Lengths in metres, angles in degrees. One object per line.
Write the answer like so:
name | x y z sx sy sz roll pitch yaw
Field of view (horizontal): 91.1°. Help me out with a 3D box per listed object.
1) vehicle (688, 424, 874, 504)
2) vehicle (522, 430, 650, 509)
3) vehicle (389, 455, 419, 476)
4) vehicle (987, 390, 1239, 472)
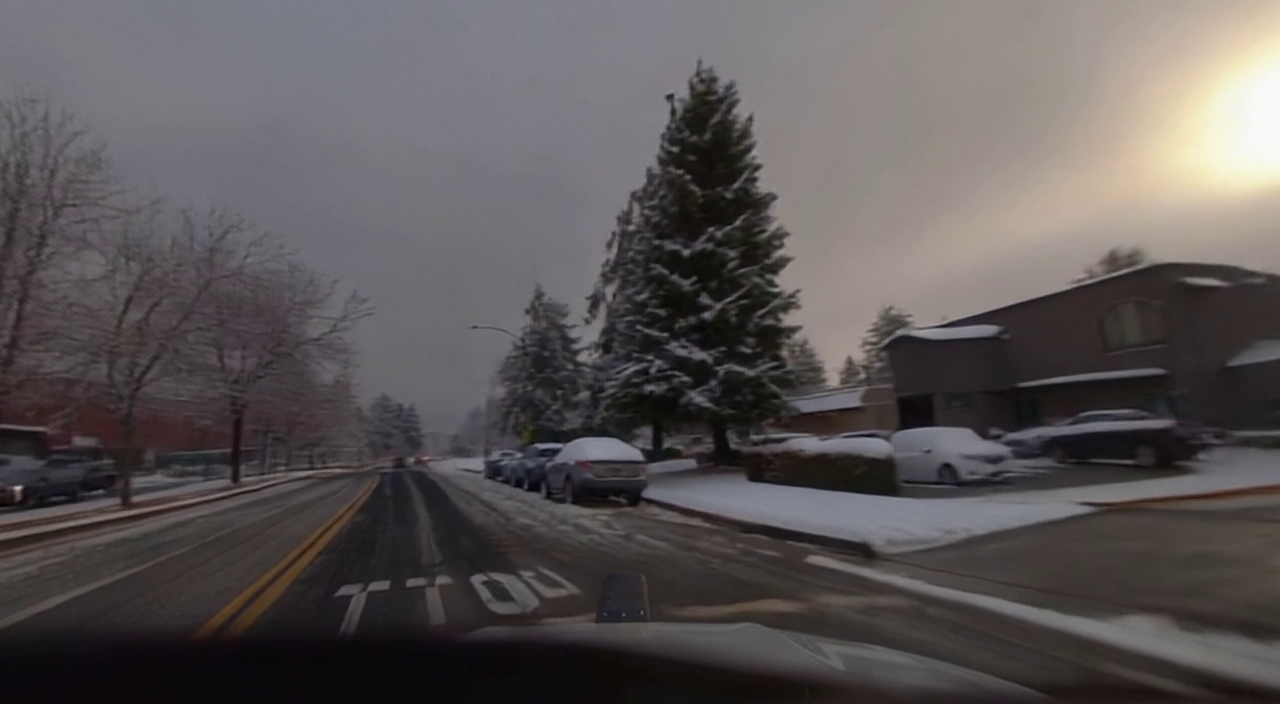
vehicle | 3.854 3.153 18.720 2.282 1.893 6.027 1 -7 -23
vehicle | -1.871 3.424 19.048 2.292 1.974 5.853 3 -9 -21
vehicle | -18.741 8.930 49.731 2.010 1.499 4.107 3 -9 -23
vehicle | 21.683 3.845 29.893 2.928 3.230 9.384 2 -9 -18
